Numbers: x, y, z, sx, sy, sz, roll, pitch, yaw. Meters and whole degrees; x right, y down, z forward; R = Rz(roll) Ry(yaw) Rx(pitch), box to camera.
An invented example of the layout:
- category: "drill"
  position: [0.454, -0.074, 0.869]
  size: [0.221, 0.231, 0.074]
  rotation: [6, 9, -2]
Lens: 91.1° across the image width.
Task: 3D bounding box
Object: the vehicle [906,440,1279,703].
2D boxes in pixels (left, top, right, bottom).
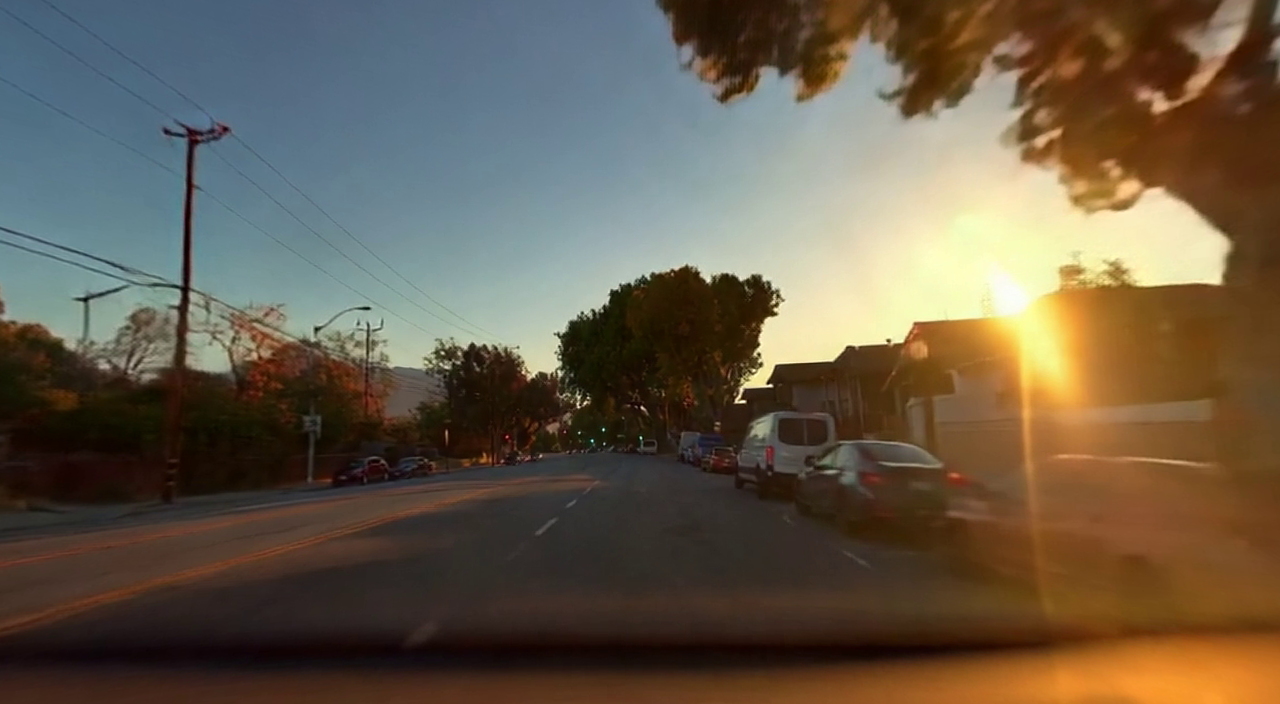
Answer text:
- category: "vehicle"
  position: [3.691, 1.288, 4.182]
  size: [1.845, 1.364, 4.471]
  rotation: [0, -8, -1]

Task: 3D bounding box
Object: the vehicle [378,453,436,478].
- category: "vehicle"
  position: [-15.273, 7.451, 41.364]
  size: [1.944, 1.454, 4.581]
  rotation: [0, -8, 1]

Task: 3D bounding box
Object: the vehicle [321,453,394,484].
- category: "vehicle"
  position: [-15.181, 6.276, 34.071]
  size: [1.992, 1.517, 4.426]
  rotation: [0, -8, -2]

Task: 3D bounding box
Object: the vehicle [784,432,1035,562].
- category: "vehicle"
  position: [3.660, 2.020, 9.643]
  size: [1.830, 1.484, 4.639]
  rotation: [0, -8, 1]

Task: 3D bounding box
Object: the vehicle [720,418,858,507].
- category: "vehicle"
  position: [3.766, 2.954, 17.345]
  size: [2.372, 2.008, 6.181]
  rotation: [0, -8, 1]
